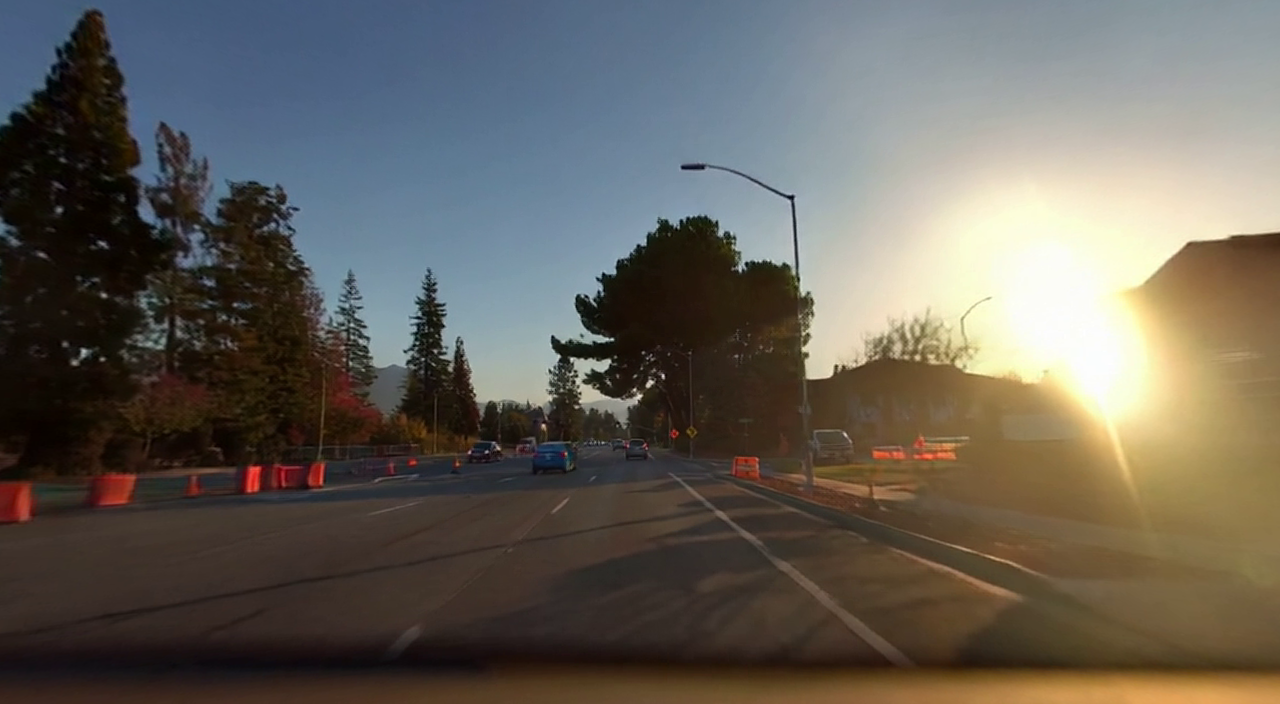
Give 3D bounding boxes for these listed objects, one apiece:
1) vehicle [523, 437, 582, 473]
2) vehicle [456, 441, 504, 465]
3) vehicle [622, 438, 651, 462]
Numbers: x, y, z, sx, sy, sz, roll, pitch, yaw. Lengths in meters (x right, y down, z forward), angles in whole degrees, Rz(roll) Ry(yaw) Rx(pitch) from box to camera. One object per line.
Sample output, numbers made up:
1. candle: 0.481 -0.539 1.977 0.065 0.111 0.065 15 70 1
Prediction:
1. vehicle: -4.391 5.241 32.253 2.198 1.663 4.519 0 -8 2
2. vehicle: -10.698 6.786 42.504 2.009 1.541 4.753 0 -9 -1
3. vehicle: -0.278 7.601 48.870 2.135 1.711 4.124 0 -9 0
